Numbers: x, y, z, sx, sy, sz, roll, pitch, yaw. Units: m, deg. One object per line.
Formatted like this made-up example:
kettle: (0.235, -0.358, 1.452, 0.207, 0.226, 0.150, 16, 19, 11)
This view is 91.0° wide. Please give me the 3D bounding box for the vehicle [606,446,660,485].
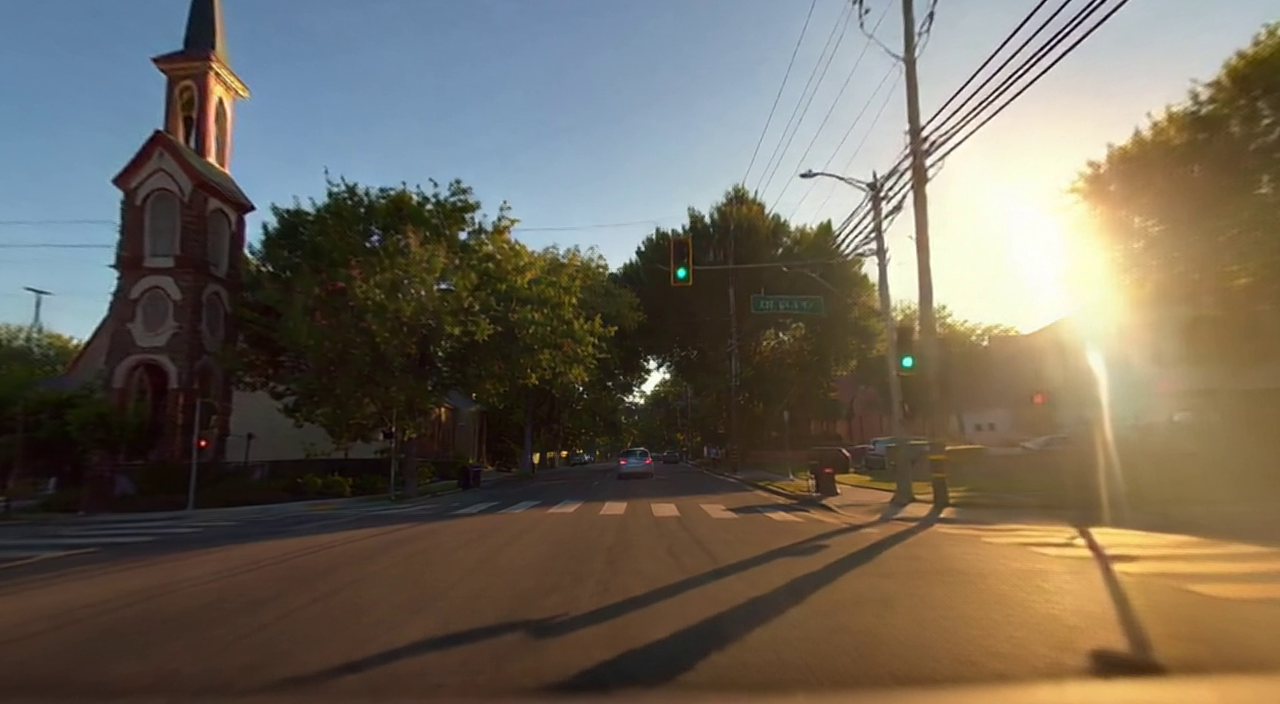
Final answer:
vehicle: (-0.308, 4.763, 26.692, 2.093, 1.497, 4.010, 0, -9, -1)
